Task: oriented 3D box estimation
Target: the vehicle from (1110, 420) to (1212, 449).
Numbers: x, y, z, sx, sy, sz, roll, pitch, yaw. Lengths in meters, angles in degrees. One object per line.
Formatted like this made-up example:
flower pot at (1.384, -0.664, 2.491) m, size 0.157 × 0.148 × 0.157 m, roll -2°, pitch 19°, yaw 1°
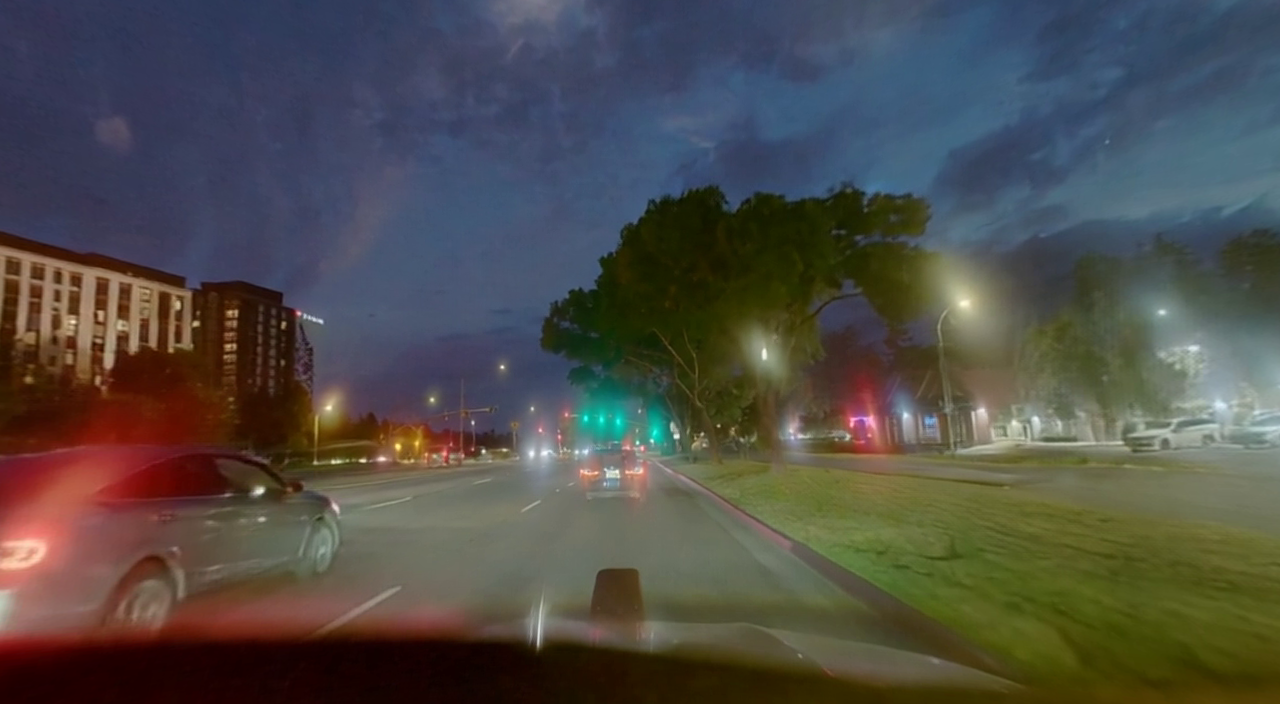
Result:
vehicle at (26.633, 4.248, 32.350) m, size 3.719 × 1.416 × 1.741 m, roll 0°, pitch -9°, yaw -5°

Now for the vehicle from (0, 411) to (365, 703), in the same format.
vehicle at (-4.218, 1.353, 4.976) m, size 2.032 × 1.515 × 4.641 m, roll 0°, pitch -9°, yaw 0°

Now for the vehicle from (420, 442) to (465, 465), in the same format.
vehicle at (-15.345, 7.939, 49.220) m, size 2.064 × 1.686 × 4.380 m, roll 0°, pitch -9°, yaw 0°

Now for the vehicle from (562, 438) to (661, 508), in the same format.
vehicle at (-0.664, 2.930, 15.708) m, size 2.099 × 1.469 × 4.389 m, roll 0°, pitch -9°, yaw -1°
